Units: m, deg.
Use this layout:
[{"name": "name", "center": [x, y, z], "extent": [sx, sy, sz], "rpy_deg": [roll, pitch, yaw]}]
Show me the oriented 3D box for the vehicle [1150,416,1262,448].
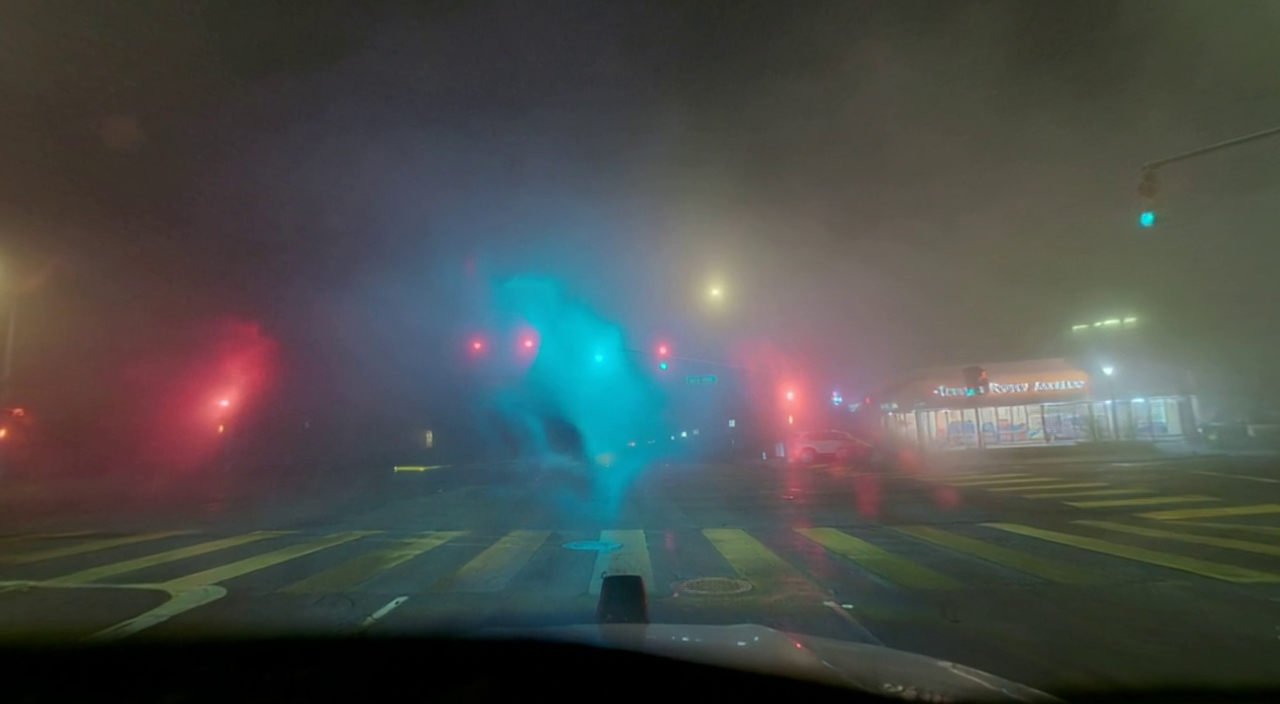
[{"name": "vehicle", "center": [28.297, 4.073, 31.706], "extent": [1.799, 1.459, 4.266], "rpy_deg": [0, -8, 3]}]
